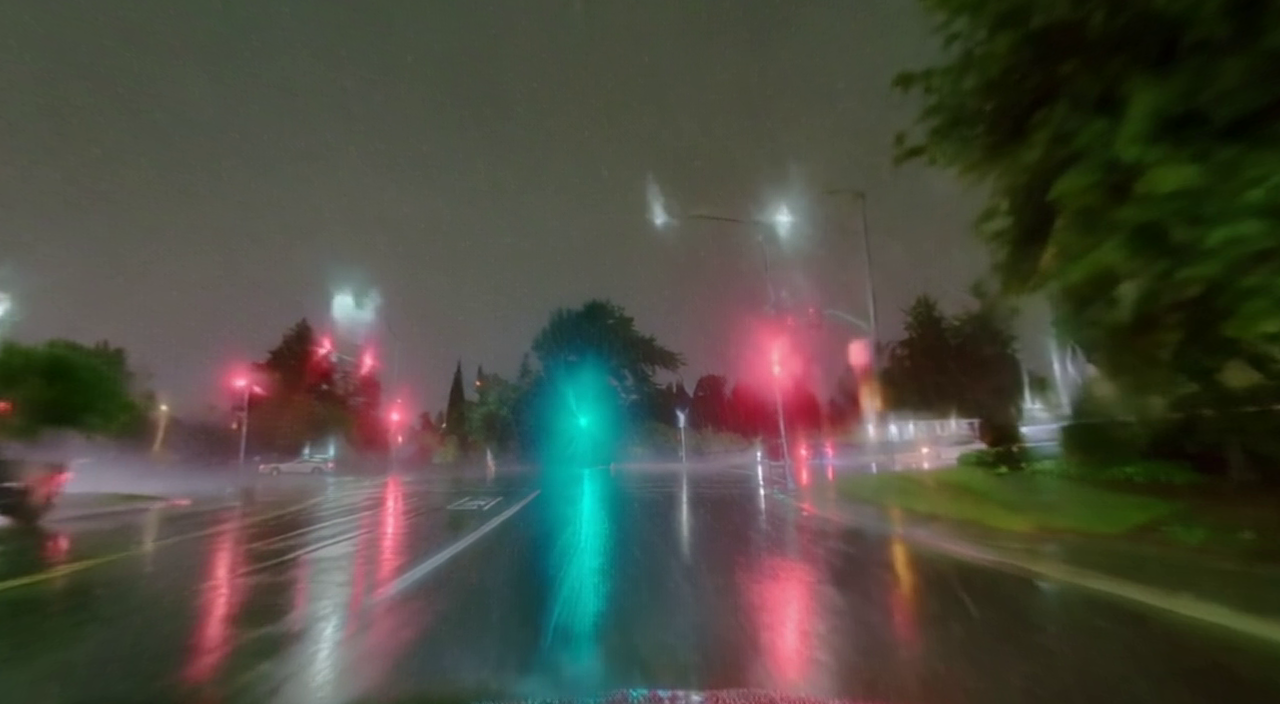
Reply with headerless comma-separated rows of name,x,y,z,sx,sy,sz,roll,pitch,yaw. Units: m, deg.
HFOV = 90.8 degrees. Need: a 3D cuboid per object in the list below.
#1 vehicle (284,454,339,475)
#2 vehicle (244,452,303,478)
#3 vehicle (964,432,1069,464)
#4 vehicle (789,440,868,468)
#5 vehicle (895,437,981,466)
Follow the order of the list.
vehicle,-25.303,8.684,48.872,1.817,1.488,4.631,0,-8,-1
vehicle,-28.208,8.684,48.734,1.967,1.779,4.159,0,-8,1
vehicle,21.020,5.371,35.401,4.510,1.673,2.030,0,-8,-2
vehicle,10.538,5.732,35.492,3.815,1.504,1.790,0,-8,0
vehicle,18.356,6.156,39.101,4.326,1.672,1.903,0,-8,0
